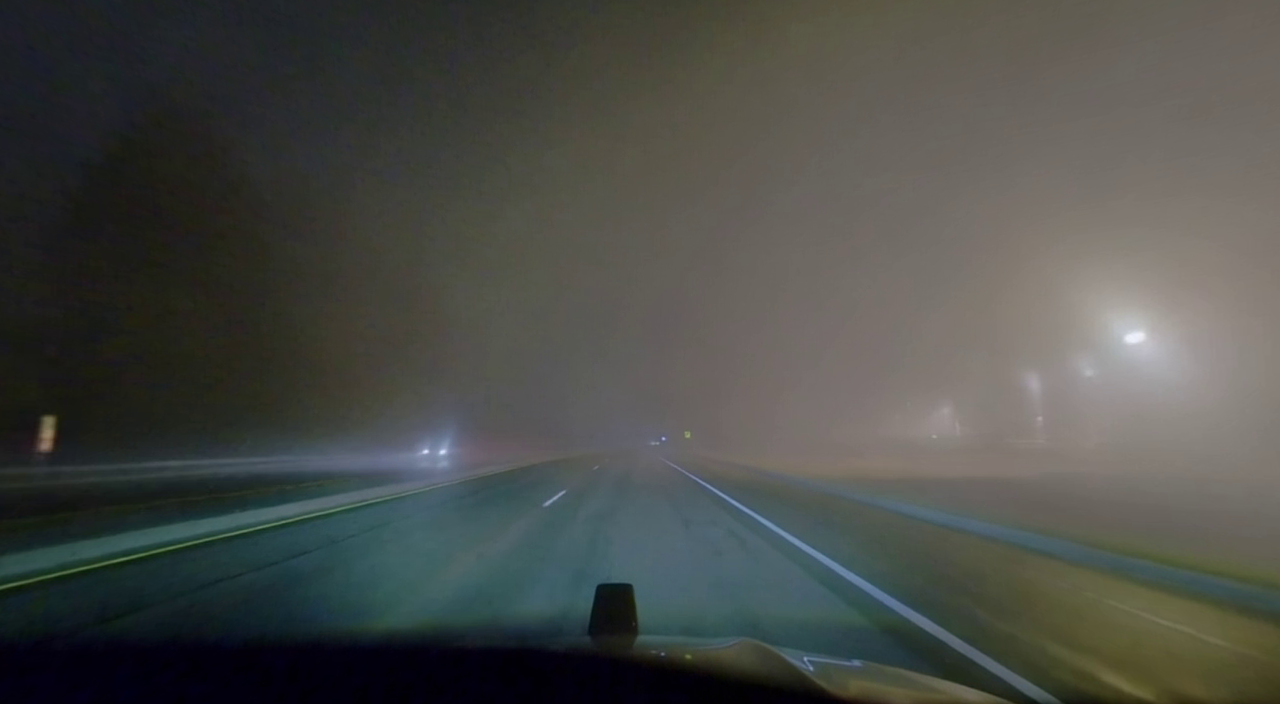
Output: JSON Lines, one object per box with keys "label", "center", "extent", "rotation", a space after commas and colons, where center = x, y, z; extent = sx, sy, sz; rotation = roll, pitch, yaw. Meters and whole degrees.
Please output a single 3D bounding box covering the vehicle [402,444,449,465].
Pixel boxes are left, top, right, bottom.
{"label": "vehicle", "center": [-15.508, 7.386, 45.693], "extent": [1.800, 1.432, 4.512], "rotation": [-1, -8, 1]}
